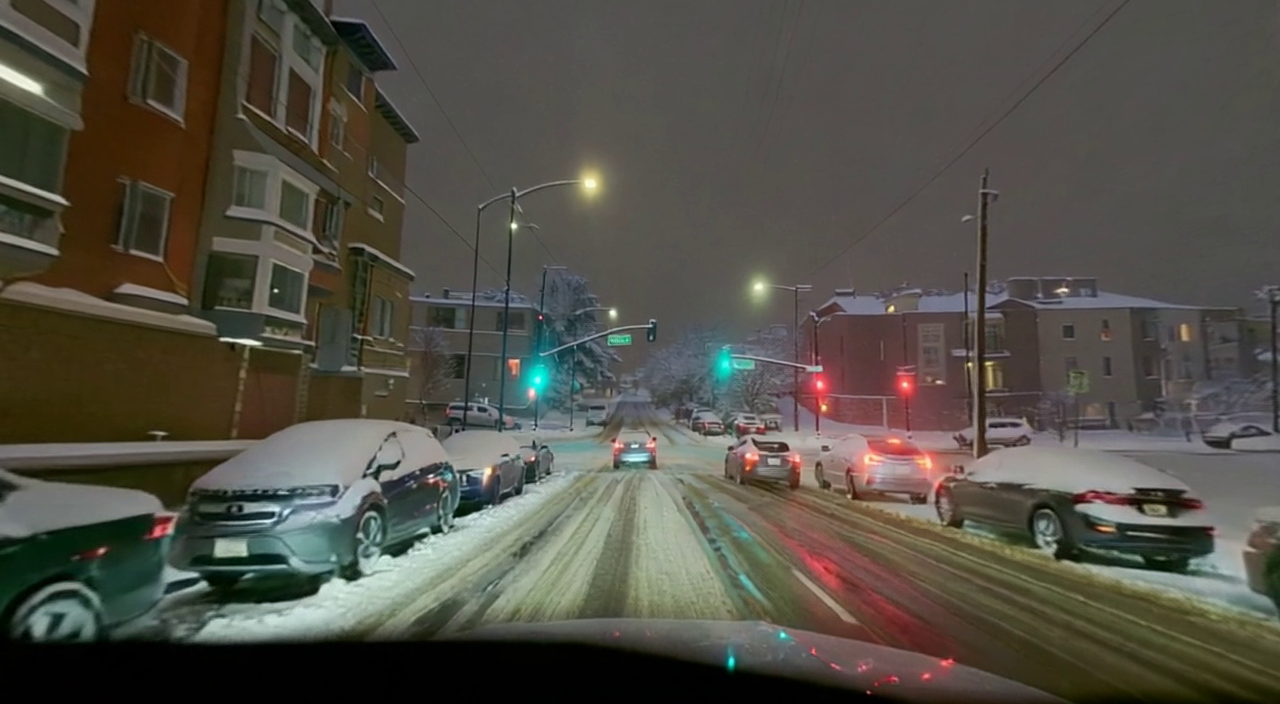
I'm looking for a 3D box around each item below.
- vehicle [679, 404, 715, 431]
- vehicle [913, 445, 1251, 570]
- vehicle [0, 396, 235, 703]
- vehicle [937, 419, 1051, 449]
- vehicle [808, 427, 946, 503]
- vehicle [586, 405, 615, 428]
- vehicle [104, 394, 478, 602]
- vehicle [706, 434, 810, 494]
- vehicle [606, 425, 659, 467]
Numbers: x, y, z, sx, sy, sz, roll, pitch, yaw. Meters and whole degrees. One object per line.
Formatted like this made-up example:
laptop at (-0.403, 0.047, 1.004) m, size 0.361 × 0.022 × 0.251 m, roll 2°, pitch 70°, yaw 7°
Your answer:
vehicle at (3.788, 4.452, 42.312) m, size 2.093 × 1.655 × 4.327 m, roll 0°, pitch -8°, yaw 1°
vehicle at (6.154, 2.157, 9.656) m, size 1.962 × 1.438 × 4.440 m, roll 0°, pitch -8°, yaw 0°
vehicle at (-3.542, 0.809, 1.711) m, size 1.869 × 1.491 × 4.458 m, roll 0°, pitch -8°, yaw 1°
vehicle at (18.435, 4.310, 32.981) m, size 4.738 × 1.537 × 1.960 m, roll 0°, pitch -8°, yaw 2°
vehicle at (6.137, 2.971, 17.022) m, size 1.999 × 1.752 × 4.502 m, roll 0°, pitch -8°, yaw 1°
vehicle at (-2.817, 4.679, 45.492) m, size 1.878 × 1.521 × 3.697 m, roll 0°, pitch -8°, yaw -1°
vehicle at (-3.457, 1.529, 7.478) m, size 1.922 × 1.704 × 4.398 m, roll 0°, pitch -8°, yaw 0°
vehicle at (3.149, 3.099, 17.826) m, size 2.055 × 1.450 × 4.676 m, roll 0°, pitch -8°, yaw 0°
vehicle at (-0.242, 3.656, 24.560) m, size 1.923 × 1.460 × 3.923 m, roll 0°, pitch -8°, yaw 1°
